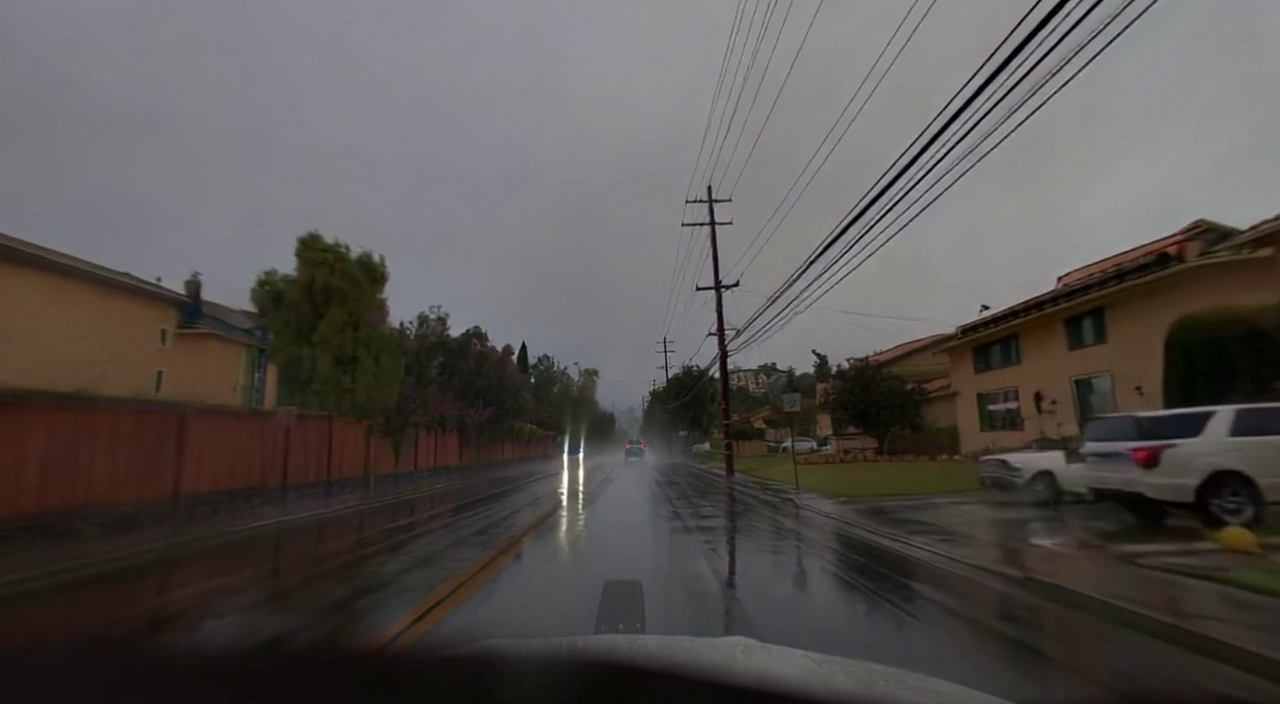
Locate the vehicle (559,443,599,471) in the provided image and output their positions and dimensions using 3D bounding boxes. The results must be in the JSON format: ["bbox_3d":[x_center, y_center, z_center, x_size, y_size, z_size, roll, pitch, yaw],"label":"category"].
[{"bbox_3d":[-3.898,6.758,40.870,2.146,1.657,4.351,0,-9,0],"label":"vehicle"}]

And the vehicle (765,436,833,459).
[{"bbox_3d":[12.311,7.434,49.105,4.701,1.745,2.083,0,-9,2],"label":"vehicle"}]

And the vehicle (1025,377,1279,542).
[{"bbox_3d":[9.396,1.557,9.450,5.590,2.067,2.553,0,-9,-3],"label":"vehicle"}]
